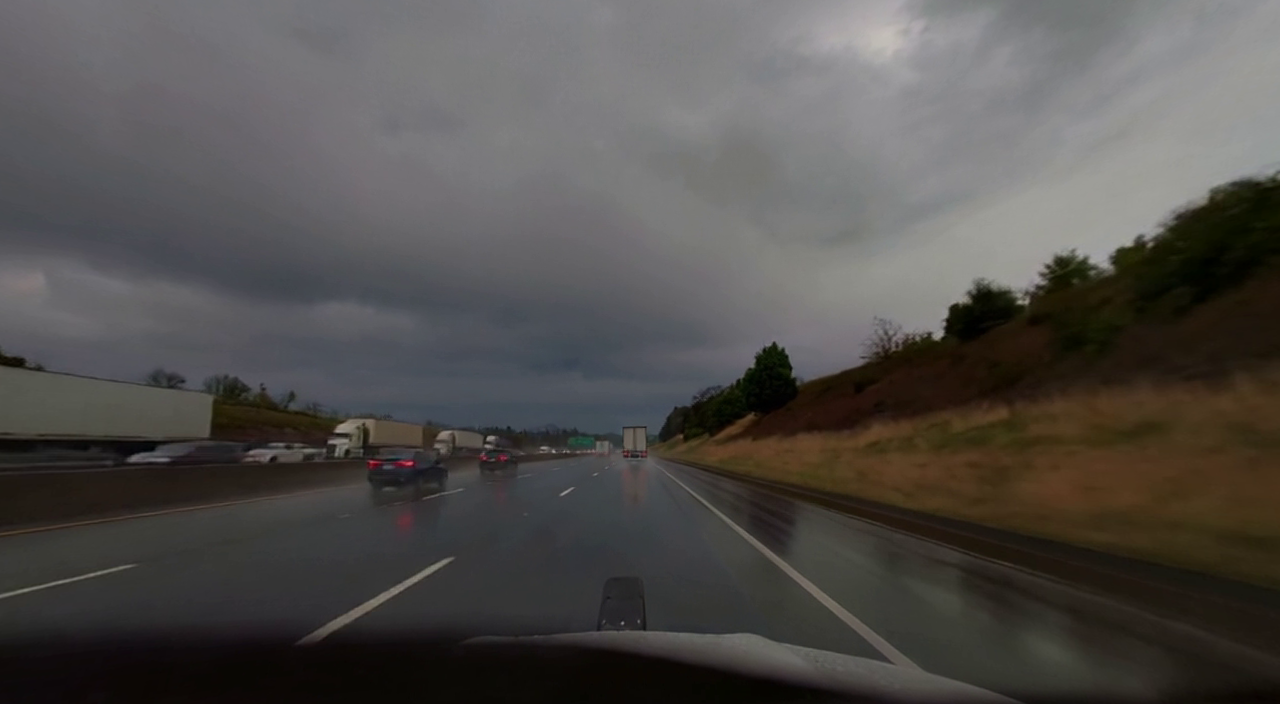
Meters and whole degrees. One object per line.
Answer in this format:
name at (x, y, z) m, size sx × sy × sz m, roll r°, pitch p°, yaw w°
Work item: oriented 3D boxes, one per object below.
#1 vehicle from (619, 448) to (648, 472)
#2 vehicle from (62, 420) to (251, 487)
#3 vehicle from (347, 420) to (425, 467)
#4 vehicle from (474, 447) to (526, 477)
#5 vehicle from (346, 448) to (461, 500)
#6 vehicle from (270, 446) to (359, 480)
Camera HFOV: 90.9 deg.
vehicle at (-0.461, 7.943, 46.376) m, size 2.009 × 1.657 × 3.962 m, roll 0°, pitch -9°, yaw 0°
vehicle at (-14.890, 3.194, 19.879) m, size 2.153 × 1.828 × 4.818 m, roll 0°, pitch -9°, yaw -1°
vehicle at (-19.833, 7.250, 49.858) m, size 2.935 × 3.383 × 7.992 m, roll 0°, pitch -9°, yaw -1°
vehicle at (-8.054, 6.345, 36.641) m, size 2.004 × 1.629 × 4.506 m, roll 0°, pitch -9°, yaw 0°
vehicle at (-7.341, 3.799, 20.109) m, size 1.895 × 1.446 × 4.456 m, roll 0°, pitch -9°, yaw 0°
vehicle at (-14.755, 5.046, 28.846) m, size 1.927 × 1.393 × 4.071 m, roll 0°, pitch -9°, yaw -1°
